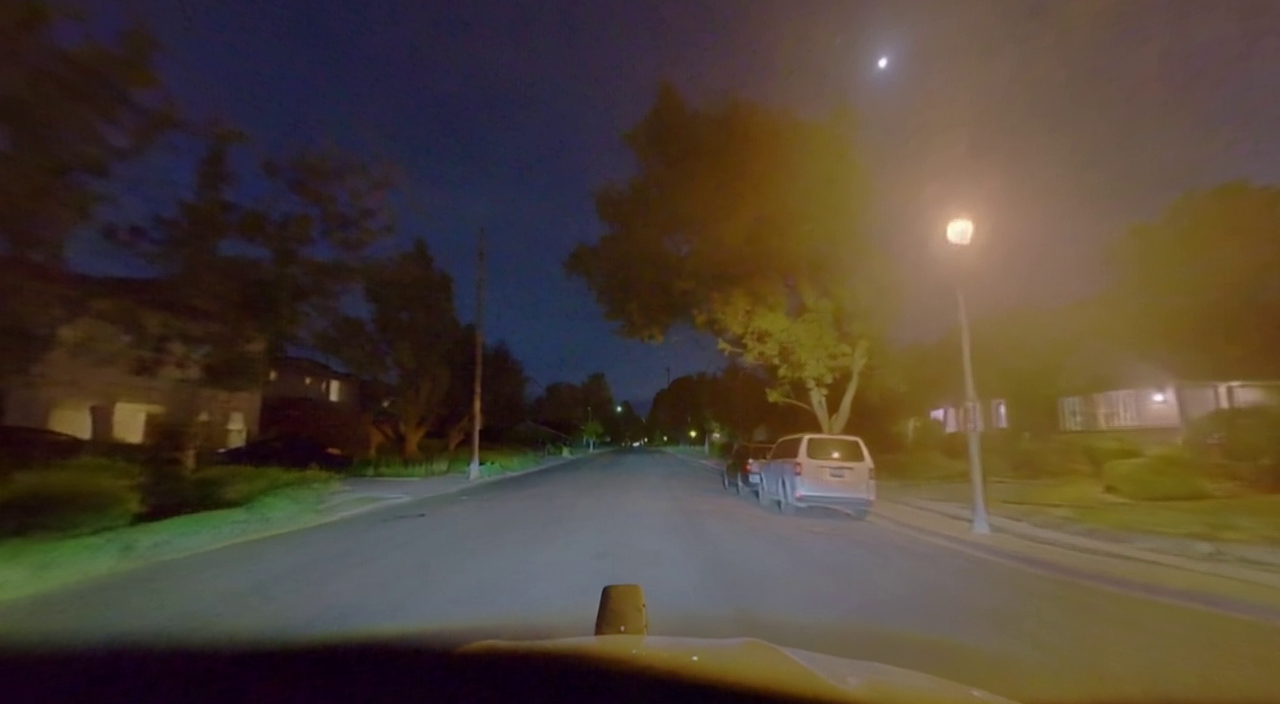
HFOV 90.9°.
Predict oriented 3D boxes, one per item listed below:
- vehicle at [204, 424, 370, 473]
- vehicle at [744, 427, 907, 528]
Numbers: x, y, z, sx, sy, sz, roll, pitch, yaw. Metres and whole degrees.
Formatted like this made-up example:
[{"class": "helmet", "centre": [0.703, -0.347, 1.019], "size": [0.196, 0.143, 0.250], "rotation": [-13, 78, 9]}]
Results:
[{"class": "vehicle", "centre": [-12.695, 3.476, 22.851], "size": [4.906, 1.564, 1.988], "rotation": [1, -8, 6]}, {"class": "vehicle", "centre": [3.655, 2.555, 13.482], "size": [2.046, 1.760, 4.570], "rotation": [0, -8, 0]}]
